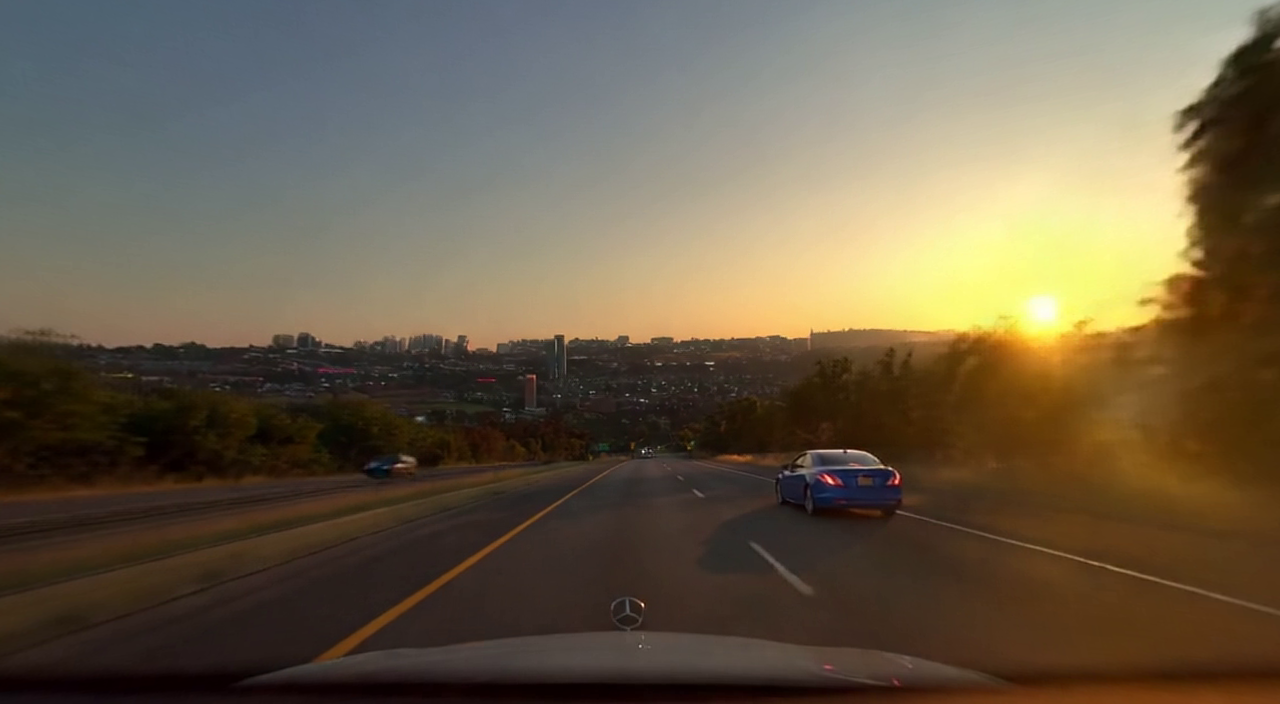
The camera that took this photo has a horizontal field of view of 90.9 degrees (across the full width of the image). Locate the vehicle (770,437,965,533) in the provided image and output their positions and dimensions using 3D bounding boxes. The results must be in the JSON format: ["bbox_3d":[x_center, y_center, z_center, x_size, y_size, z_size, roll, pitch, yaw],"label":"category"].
[{"bbox_3d":[4.153,2.495,12.557,2.053,1.490,4.799,0,-8,0],"label":"vehicle"}]

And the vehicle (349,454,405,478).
[{"bbox_3d":[-17.532,7.577,42.234,1.751,1.453,4.503,-1,-8,1],"label":"vehicle"}]
